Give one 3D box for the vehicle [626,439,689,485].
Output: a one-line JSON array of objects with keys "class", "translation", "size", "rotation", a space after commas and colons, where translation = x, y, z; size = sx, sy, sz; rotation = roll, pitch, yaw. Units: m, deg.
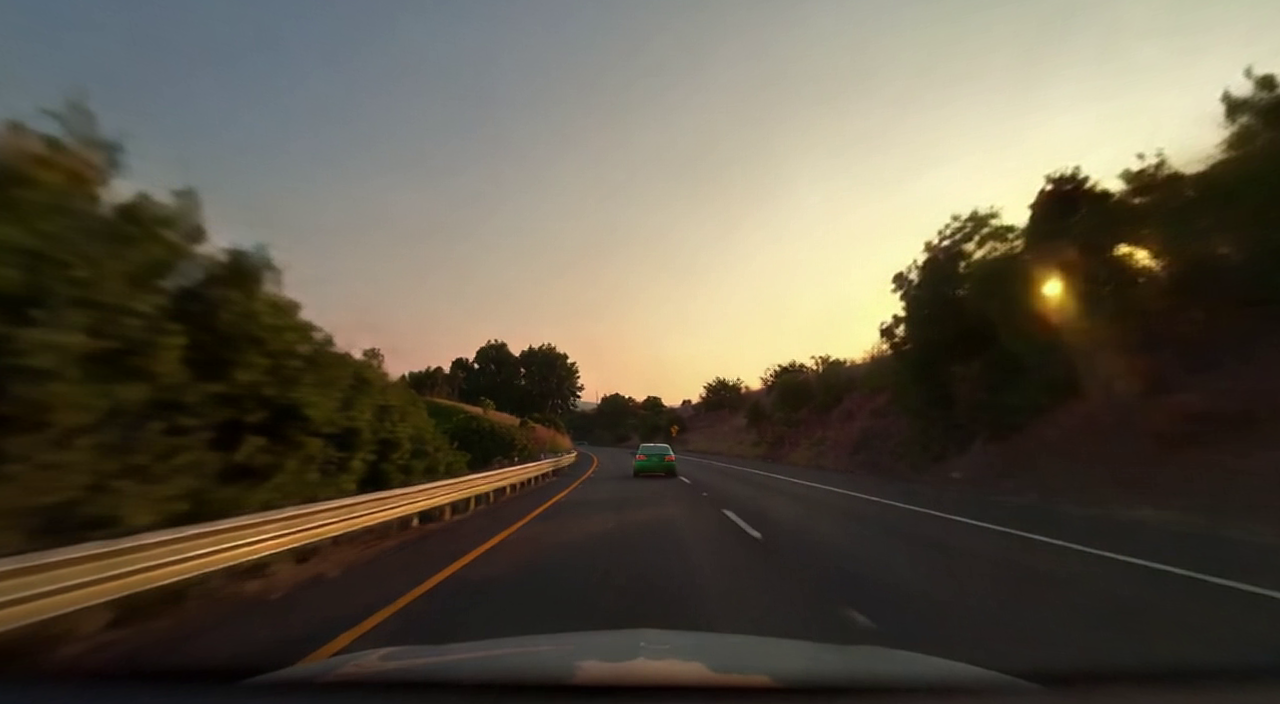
[{"class": "vehicle", "translation": [0.533, 3.962, 23.032], "size": [2.029, 1.474, 4.183], "rotation": [0, -9, -2]}]
